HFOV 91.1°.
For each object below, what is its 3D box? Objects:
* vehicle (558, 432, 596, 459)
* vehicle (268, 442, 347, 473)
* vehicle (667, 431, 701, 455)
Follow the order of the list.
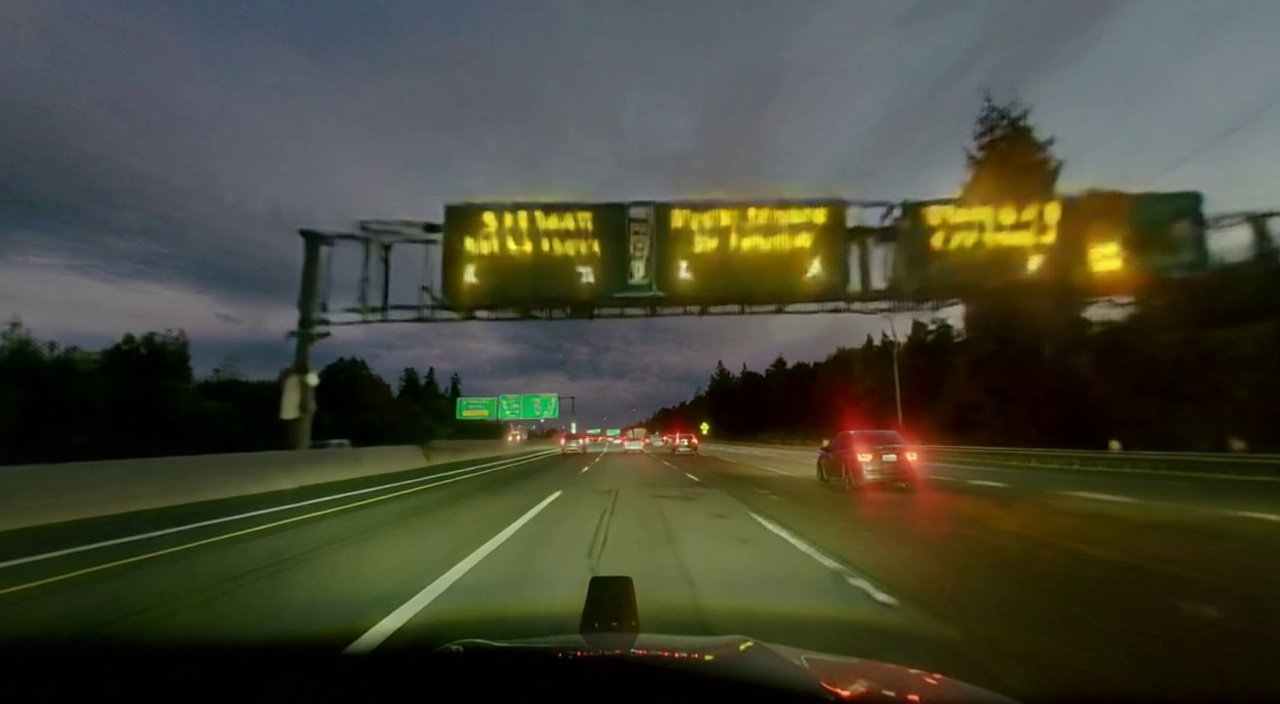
[{"bbox_3d":[-3.956,5.907,39.825,2.119,1.629,3.946,0,-8,-2],"label":"vehicle"},{"bbox_3d":[-17.499,5.529,33.320,1.886,1.512,4.244,0,-8,-1],"label":"vehicle"},{"bbox_3d":[3.183,6.696,46.230,2.066,1.673,4.225,0,-8,-2],"label":"vehicle"}]
